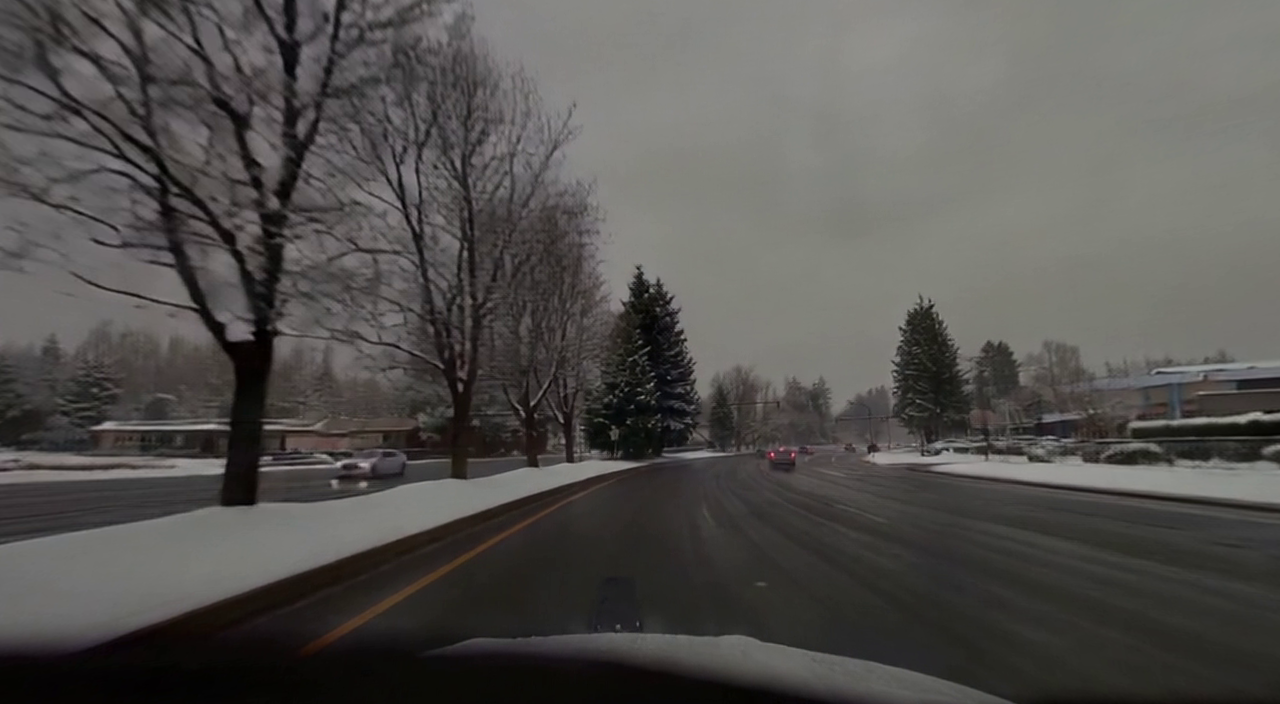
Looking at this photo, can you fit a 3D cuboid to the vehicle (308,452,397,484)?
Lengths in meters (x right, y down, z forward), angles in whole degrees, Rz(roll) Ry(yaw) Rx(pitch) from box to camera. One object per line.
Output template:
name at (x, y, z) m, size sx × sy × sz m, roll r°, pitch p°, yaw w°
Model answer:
vehicle at (-14.564, 5.858, 32.331) m, size 1.943 × 1.469 × 4.537 m, roll -1°, pitch -9°, yaw 7°

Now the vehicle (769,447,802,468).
vehicle at (10.887, 7.891, 47.466) m, size 1.988 × 1.460 × 3.996 m, roll -1°, pitch -9°, yaw 7°
